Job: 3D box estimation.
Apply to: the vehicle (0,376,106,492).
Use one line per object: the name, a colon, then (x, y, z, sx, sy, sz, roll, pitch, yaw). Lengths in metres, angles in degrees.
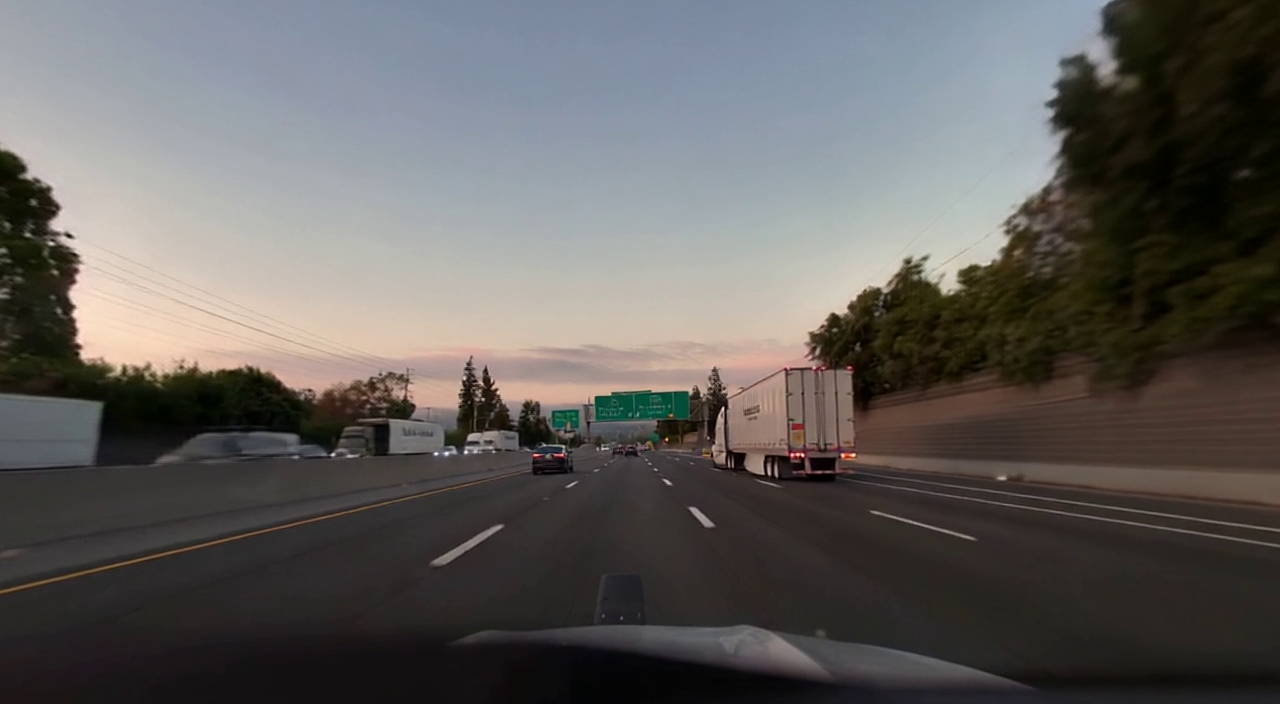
vehicle: (-21.073, 2.244, 17.592, 2.988, 3.535, 10.678, 0, -9, 0)

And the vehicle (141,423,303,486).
vehicle: (-13.728, 3.418, 21.232, 2.177, 1.837, 4.780, 0, -9, -1)

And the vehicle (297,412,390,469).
vehicle: (-21.385, 6.492, 46.124, 3.026, 3.740, 7.644, 0, -9, -1)

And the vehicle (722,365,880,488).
vehicle: (6.522, 3.725, 29.555, 2.919, 4.195, 15.833, 0, -9, -1)

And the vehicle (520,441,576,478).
vehicle: (-4.331, 5.121, 30.326, 2.027, 1.651, 4.099, 0, -9, 0)
